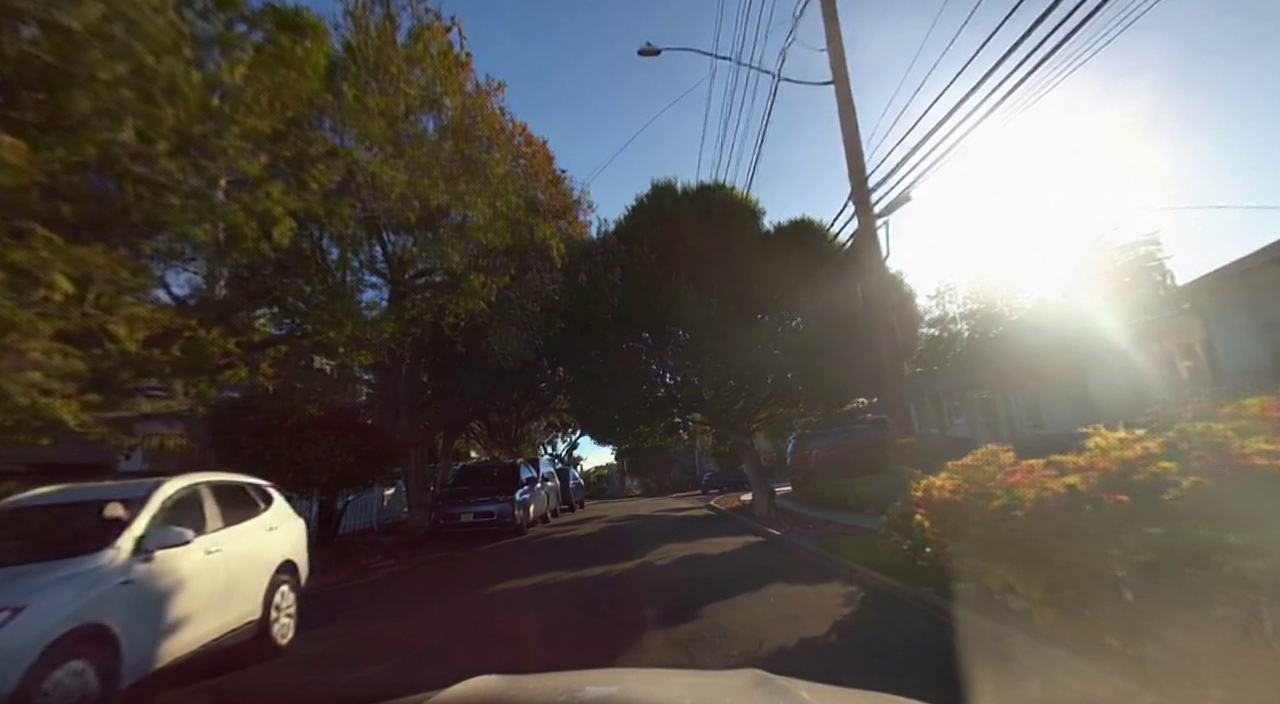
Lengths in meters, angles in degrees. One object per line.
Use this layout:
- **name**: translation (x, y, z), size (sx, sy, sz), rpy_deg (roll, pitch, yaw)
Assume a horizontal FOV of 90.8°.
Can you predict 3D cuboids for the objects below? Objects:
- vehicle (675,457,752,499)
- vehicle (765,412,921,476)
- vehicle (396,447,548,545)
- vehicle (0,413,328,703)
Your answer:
- **vehicle**: translation (3.142, 5.357, 27.189), size (3.005, 1.535, 4.025), rpy_deg (-1, -8, 6)
- **vehicle**: translation (6.360, 2.926, 20.128), size (4.249, 1.905, 1.904), rpy_deg (0, -8, -2)
- **vehicle**: translation (-3.144, 2.752, 12.948), size (2.081, 1.589, 4.691), rpy_deg (0, -8, -4)
- **vehicle**: translation (-4.998, 1.330, 4.137), size (4.537, 1.595, 2.471), rpy_deg (1, -14, -2)
